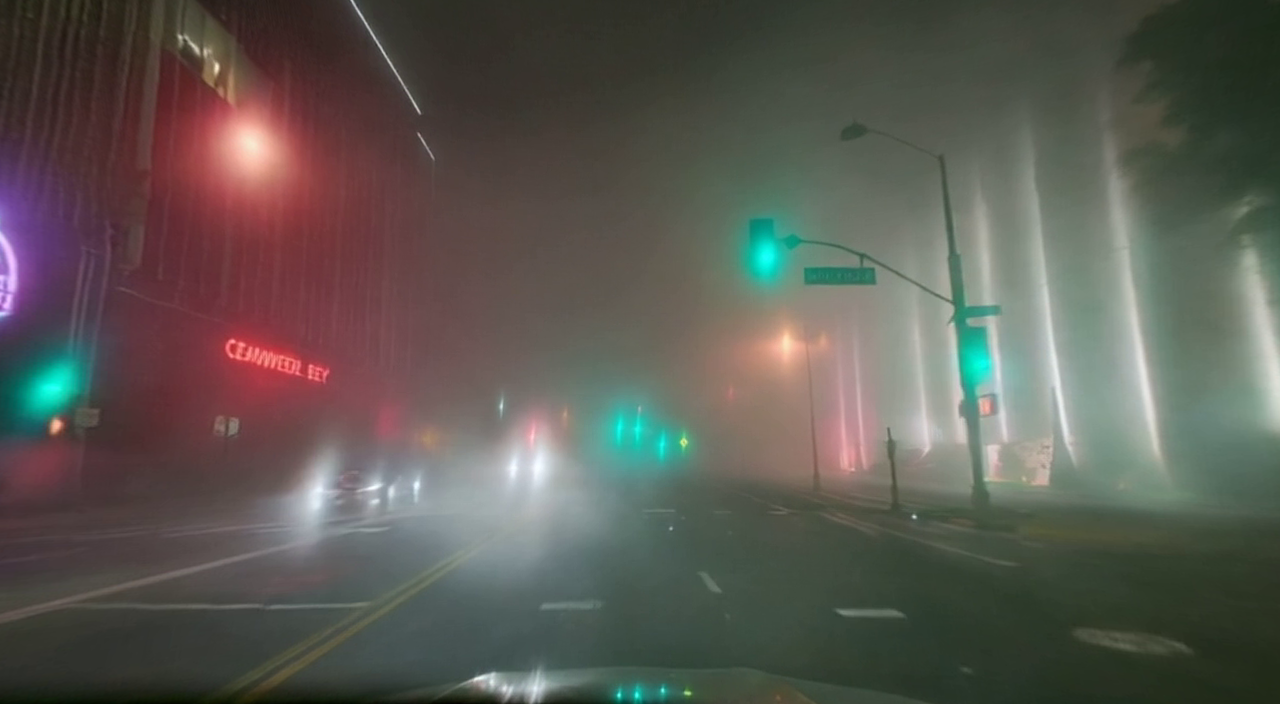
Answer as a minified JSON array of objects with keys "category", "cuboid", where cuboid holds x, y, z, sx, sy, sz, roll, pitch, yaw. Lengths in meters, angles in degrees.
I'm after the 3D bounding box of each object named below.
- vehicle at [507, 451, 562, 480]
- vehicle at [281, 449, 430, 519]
[{"category":"vehicle","cuboid":[-6.109,6.617,37.178,2.037,1.563,4.754,-1,-8,4]},{"category":"vehicle","cuboid":[-7.127,3.296,16.310,1.897,1.537,3.770,0,-8,3]}]
